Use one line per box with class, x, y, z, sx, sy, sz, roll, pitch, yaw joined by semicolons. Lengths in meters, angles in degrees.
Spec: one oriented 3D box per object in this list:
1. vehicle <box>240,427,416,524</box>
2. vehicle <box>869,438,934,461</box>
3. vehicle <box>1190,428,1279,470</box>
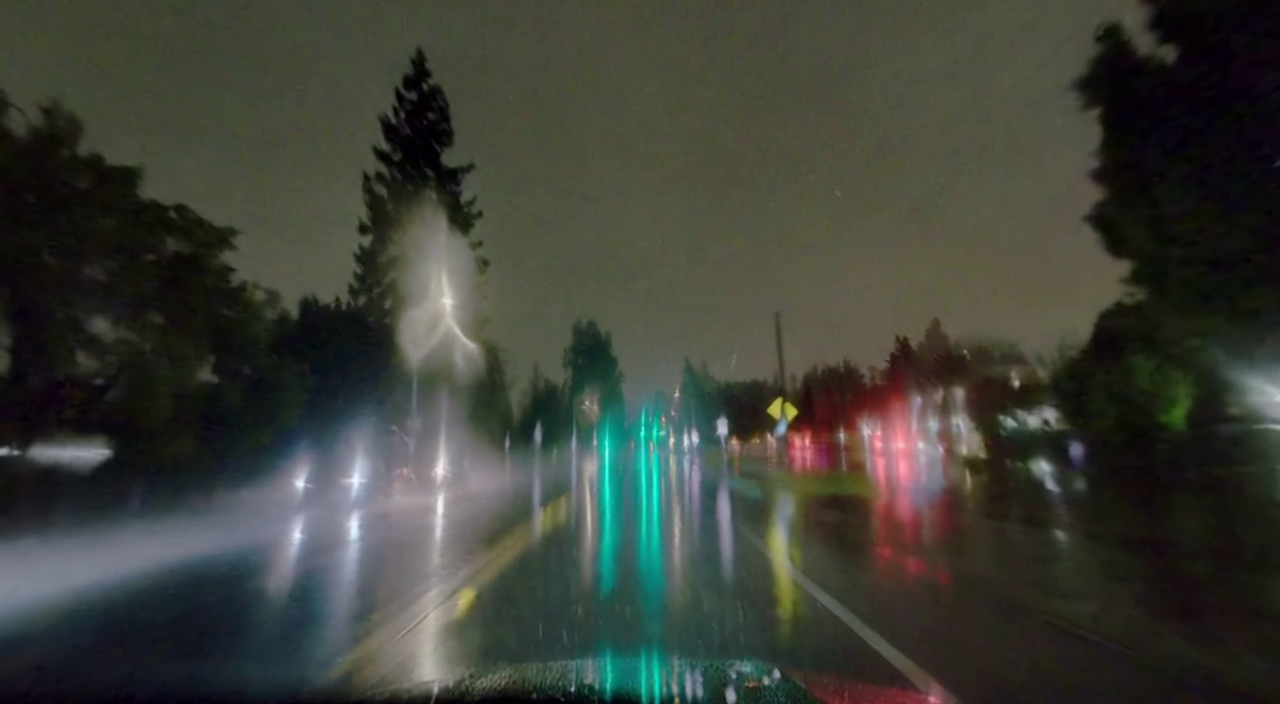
vehicle;-7.889;3.064;16.594;2.138;2.038;4.717;-4;-7;2
vehicle;20.419;7.621;49.315;4.151;1.730;2.131;0;-9;6
vehicle;23.397;3.565;23.272;4.263;1.473;1.974;-1;-8;1
